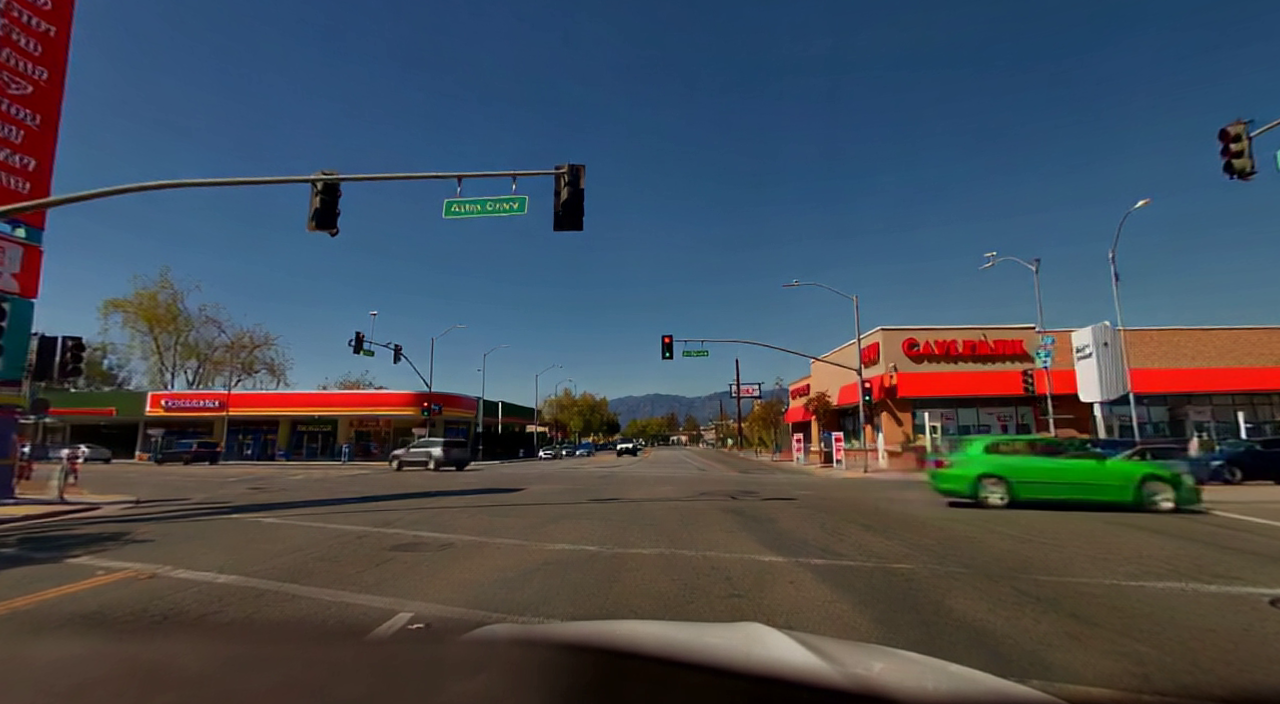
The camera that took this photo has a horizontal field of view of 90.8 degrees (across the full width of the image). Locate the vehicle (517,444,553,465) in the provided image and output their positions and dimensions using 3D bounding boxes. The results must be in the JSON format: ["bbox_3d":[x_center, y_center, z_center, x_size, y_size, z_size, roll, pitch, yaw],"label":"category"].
[{"bbox_3d":[-7.972,7.840,48.322,2.079,1.491,4.045,0,-8,0],"label":"vehicle"}]

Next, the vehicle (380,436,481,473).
[{"bbox_3d":[-10.147,4.934,30.579,4.568,1.643,1.911,-5,-9,27],"label":"vehicle"}]

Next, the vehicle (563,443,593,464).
[{"bbox_3d":[-4.592,7.587,47.330,2.003,1.481,4.091,0,-8,-3],"label":"vehicle"}]

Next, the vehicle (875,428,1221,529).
[{"bbox_3d":[6.829,2.142,11.202,4.670,1.458,1.959,-5,-10,28],"label":"vehicle"}]

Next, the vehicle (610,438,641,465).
[{"bbox_3d":[-1.118,7.070,45.148,2.083,1.764,5.011,0,-8,-3],"label":"vehicle"}]

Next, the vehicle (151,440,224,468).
[{"bbox_3d":[-29.184,6.549,40.715,4.562,1.676,1.819,-5,-10,27],"label":"vehicle"}]

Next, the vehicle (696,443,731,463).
[{"bbox_3d":[5.750,7.976,49.877,1.831,1.467,4.792,1,-8,-5],"label":"vehicle"}]
